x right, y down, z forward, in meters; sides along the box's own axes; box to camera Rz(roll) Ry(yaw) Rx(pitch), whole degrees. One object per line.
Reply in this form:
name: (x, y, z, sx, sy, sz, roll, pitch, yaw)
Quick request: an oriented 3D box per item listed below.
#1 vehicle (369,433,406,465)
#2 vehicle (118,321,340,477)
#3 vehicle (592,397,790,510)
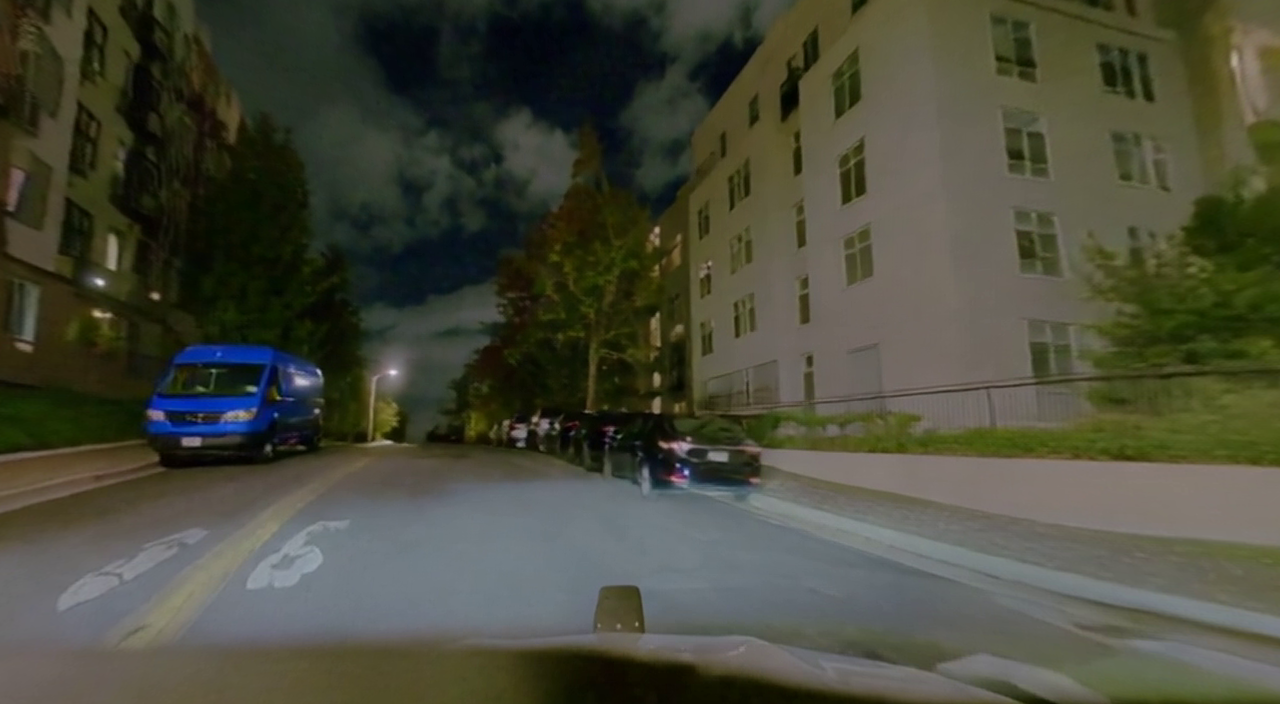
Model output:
vehicle: (-17.925, 6.837, 44.986, 2.090, 1.674, 4.457, -3, -3, -18)
vehicle: (-8.847, 1.186, 14.579, 2.546, 2.664, 6.863, -2, -6, -18)
vehicle: (0.552, 1.628, 10.511, 1.827, 1.436, 4.322, 1, -8, -16)
